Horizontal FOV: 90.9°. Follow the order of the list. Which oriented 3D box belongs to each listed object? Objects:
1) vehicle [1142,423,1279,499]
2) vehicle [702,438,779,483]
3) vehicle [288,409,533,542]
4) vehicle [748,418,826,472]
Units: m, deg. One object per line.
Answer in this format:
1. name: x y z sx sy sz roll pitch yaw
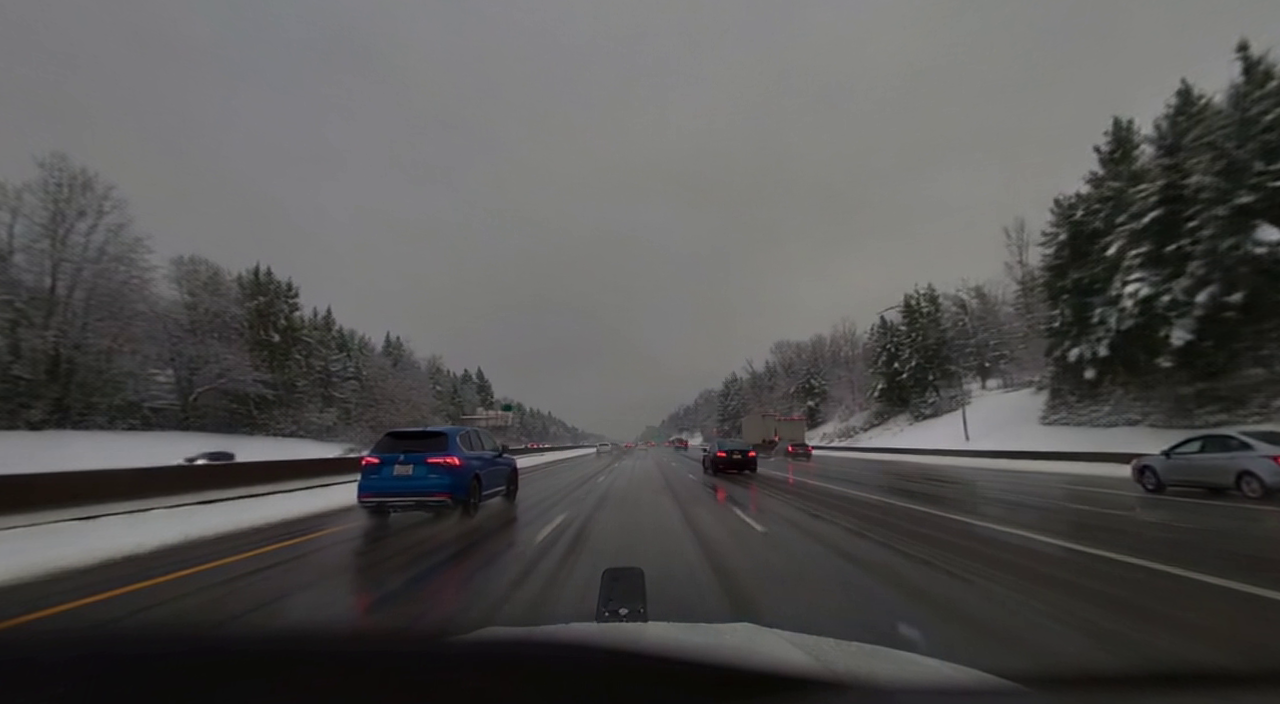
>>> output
1. vehicle: 18.040 3.096 18.170 2.221 1.995 5.803 0 -9 -2
2. vehicle: 3.609 4.010 23.587 2.080 1.493 4.674 0 -9 -1
3. vehicle: -3.535 2.057 11.132 2.218 1.764 5.229 0 -9 2
4. vehicle: 7.664 4.922 33.479 2.729 2.628 4.875 0 -9 -2
